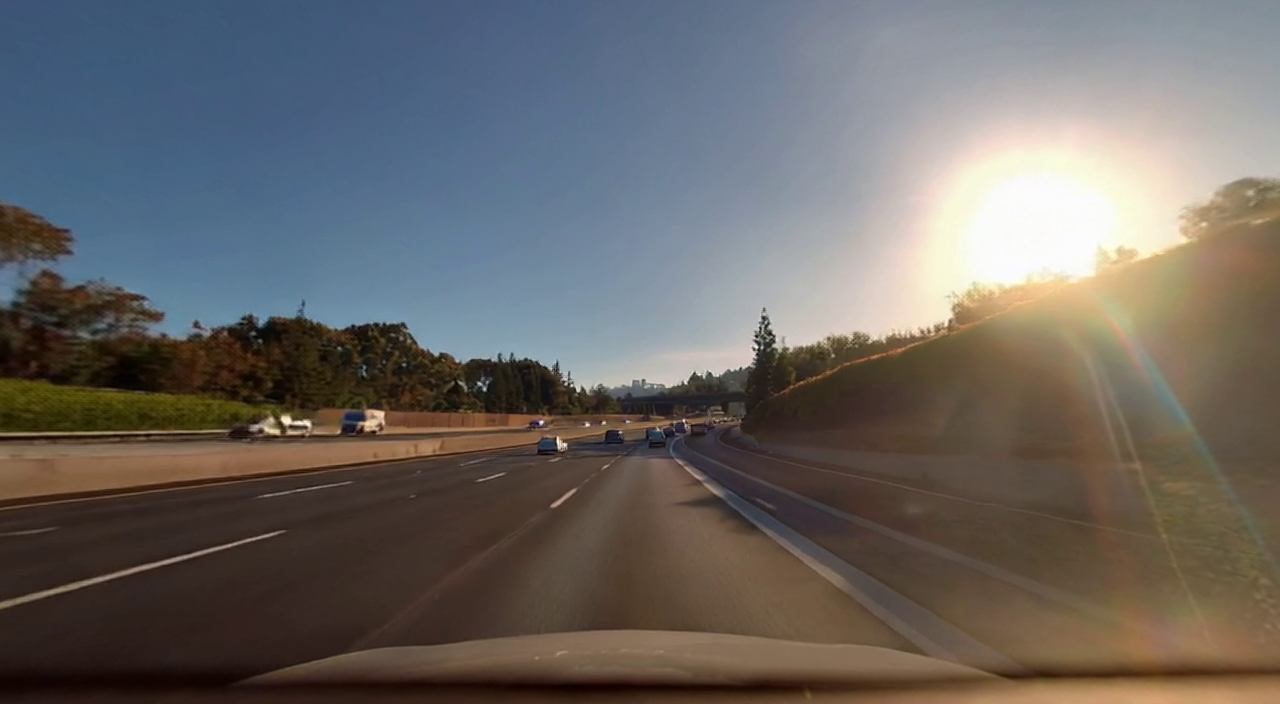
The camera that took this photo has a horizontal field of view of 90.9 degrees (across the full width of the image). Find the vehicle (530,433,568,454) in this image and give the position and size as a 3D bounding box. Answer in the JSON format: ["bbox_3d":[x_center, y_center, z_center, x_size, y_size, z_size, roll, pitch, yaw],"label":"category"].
[{"bbox_3d":[-6.581,6.687,46.105,1.966,1.488,4.243,0,-8,3],"label":"vehicle"}]
